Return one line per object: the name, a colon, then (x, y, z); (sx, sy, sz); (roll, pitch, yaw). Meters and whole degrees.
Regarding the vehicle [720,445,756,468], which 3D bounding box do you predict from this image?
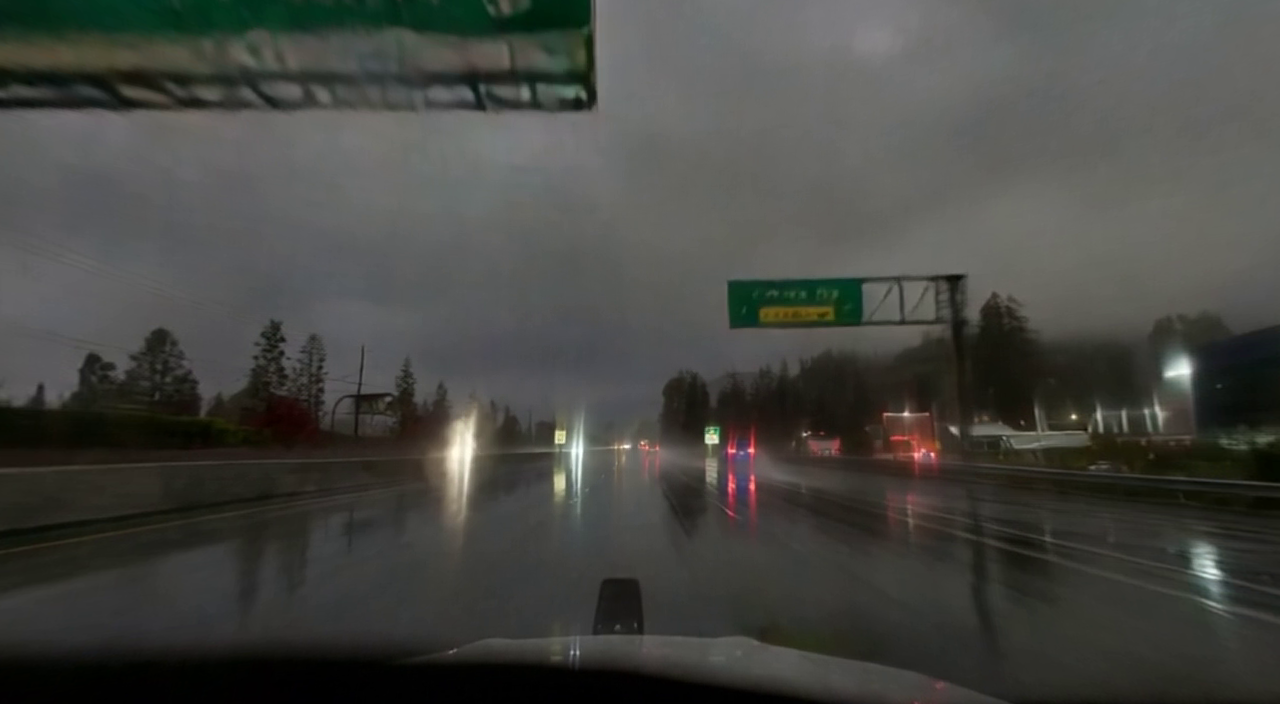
vehicle: (7.190, 7.672, 46.686); (1.958, 1.498, 4.447); (0, -7, 0)
